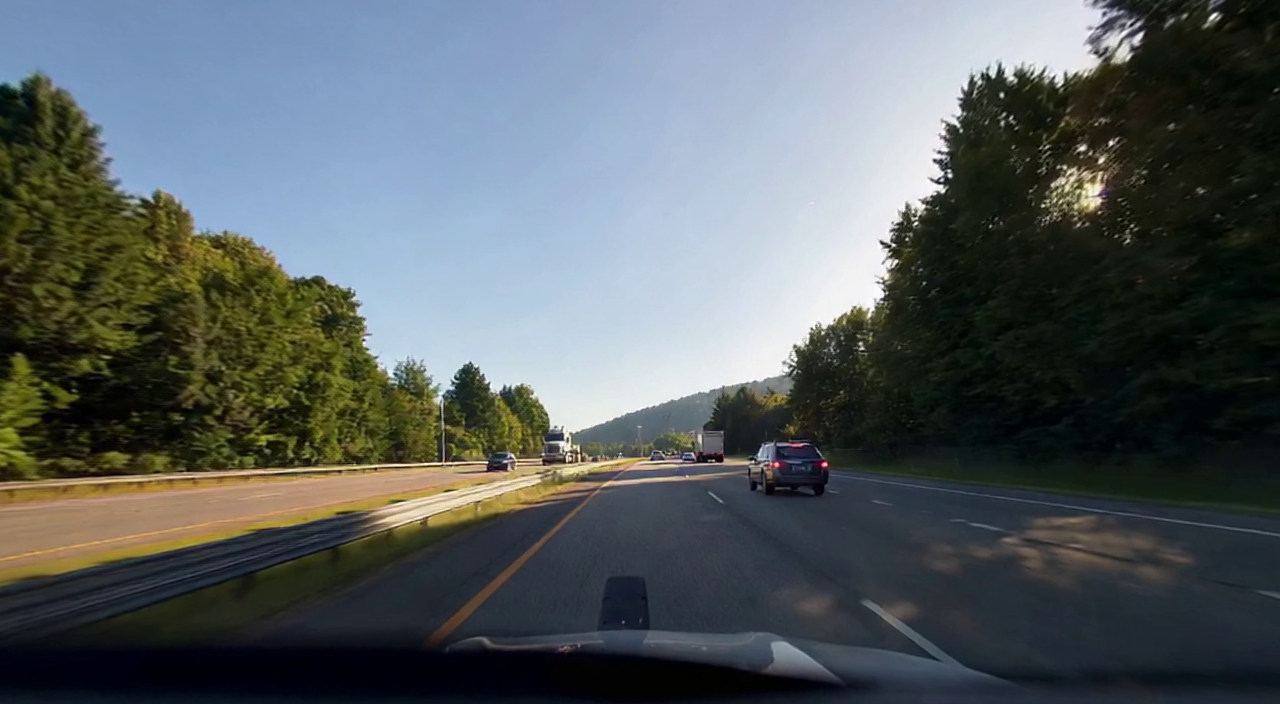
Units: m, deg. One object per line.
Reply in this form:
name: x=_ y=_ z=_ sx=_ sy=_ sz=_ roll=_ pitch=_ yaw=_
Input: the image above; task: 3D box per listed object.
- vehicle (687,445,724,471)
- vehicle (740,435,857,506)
vehicle: x=4.401 y=7.215 z=42.964 sx=2.022 sy=1.658 sz=4.132 roll=0 pitch=-9 yaw=0
vehicle: x=3.999 y=3.070 z=16.699 sx=2.005 sy=1.604 sz=4.002 roll=0 pitch=-9 yaw=-1
